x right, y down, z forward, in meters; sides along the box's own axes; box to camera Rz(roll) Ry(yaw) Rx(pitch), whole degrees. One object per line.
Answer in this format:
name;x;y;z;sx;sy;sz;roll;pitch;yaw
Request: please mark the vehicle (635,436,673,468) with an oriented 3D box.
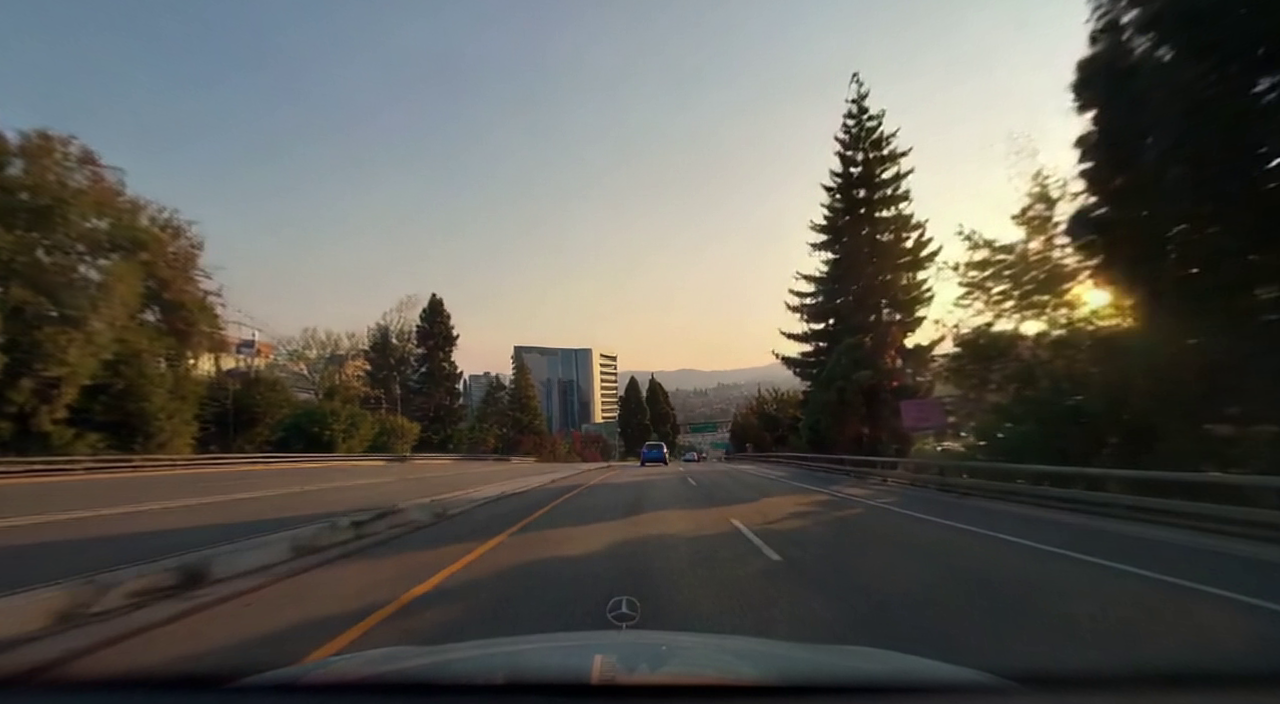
vehicle;1.095;7.292;45.858;2.546;2.126;5.153;-1;-9;4
